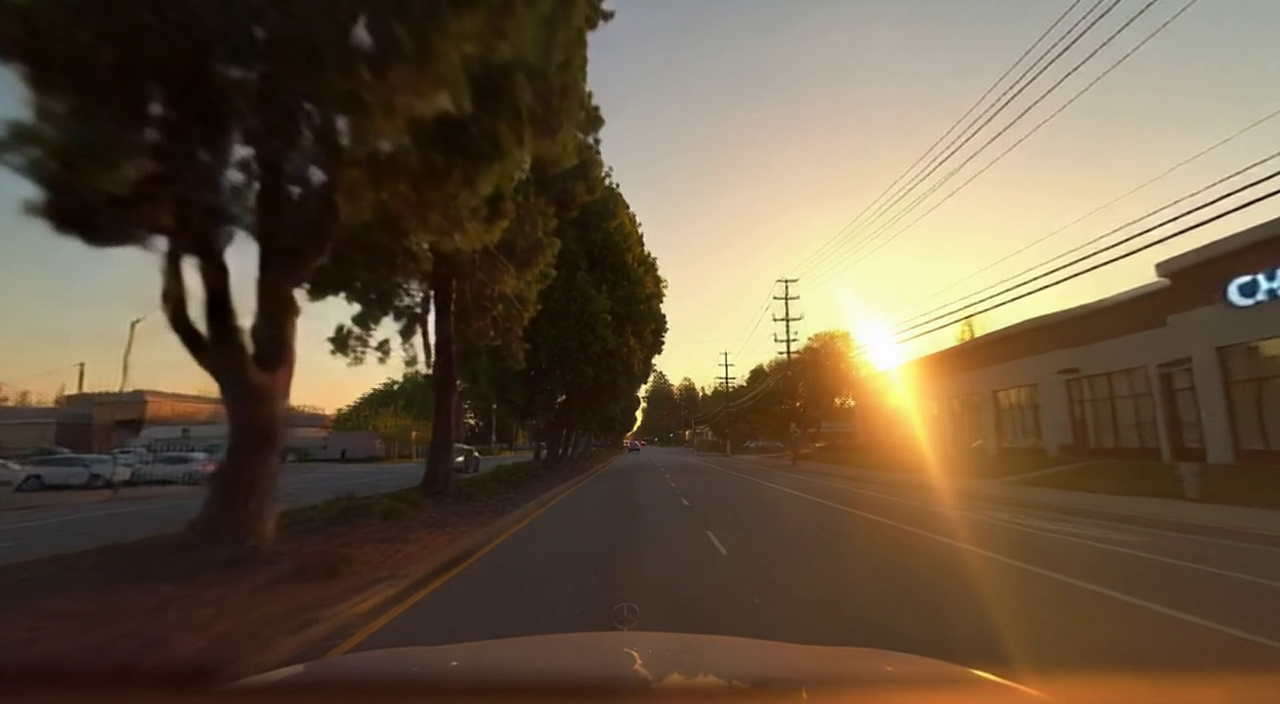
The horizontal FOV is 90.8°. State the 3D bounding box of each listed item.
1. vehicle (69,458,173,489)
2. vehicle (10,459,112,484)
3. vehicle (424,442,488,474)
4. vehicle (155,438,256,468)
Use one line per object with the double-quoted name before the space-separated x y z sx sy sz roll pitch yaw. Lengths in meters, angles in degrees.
"vehicle" -29.725 6.962 36.247 4.377 1.520 1.843 -2 -8 2
"vehicle" -37.744 7.798 41.310 1.864 1.501 4.419 -4 -11 29
"vehicle" -9.353 5.425 32.559 1.900 1.488 4.675 0 -8 0
"vehicle" -29.776 6.935 43.449 5.145 1.979 2.281 0 -8 -3
